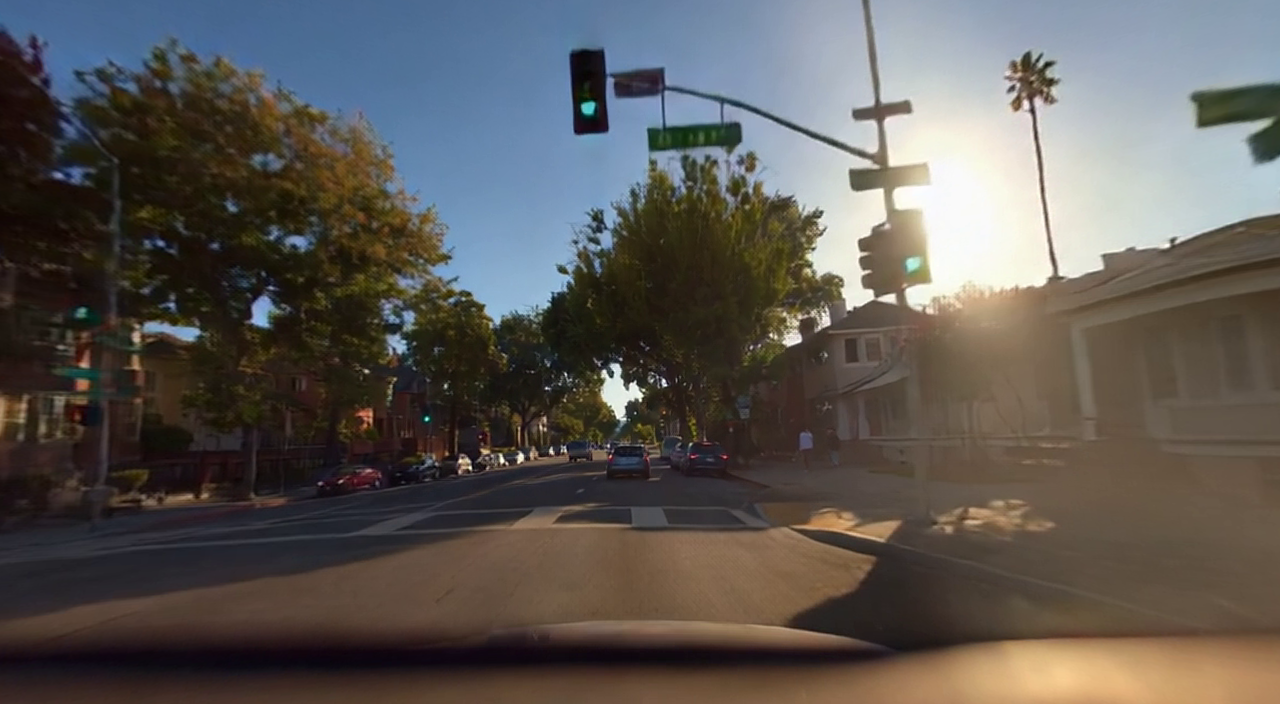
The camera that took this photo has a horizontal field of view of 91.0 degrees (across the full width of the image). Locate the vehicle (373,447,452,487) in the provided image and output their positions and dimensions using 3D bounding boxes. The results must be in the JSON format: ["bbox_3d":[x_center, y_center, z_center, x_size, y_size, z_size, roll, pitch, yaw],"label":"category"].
[{"bbox_3d":[-12.233,6.181,34.332,2.109,1.941,6.025,0,-8,-1],"label":"vehicle"}]

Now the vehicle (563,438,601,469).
[{"bbox_3d":[-3.631,6.366,39.814,1.983,1.841,4.013,0,-8,0],"label":"vehicle"}]

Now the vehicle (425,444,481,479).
[{"bbox_3d":[-12.370,7.259,42.025,2.210,2.148,4.849,0,-8,0],"label":"vehicle"}]

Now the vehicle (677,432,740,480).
[{"bbox_3d":[2.627,4.130,25.199,1.969,1.725,4.387,0,-8,-1],"label":"vehicle"}]

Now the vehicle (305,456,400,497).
[{"bbox_3d":[-12.092,5.254,26.831,1.913,1.475,4.372,0,-8,1],"label":"vehicle"}]

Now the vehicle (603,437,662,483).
[{"bbox_3d":[-0.264,3.939,23.303,1.998,1.518,4.015,0,-8,-1],"label":"vehicle"}]
